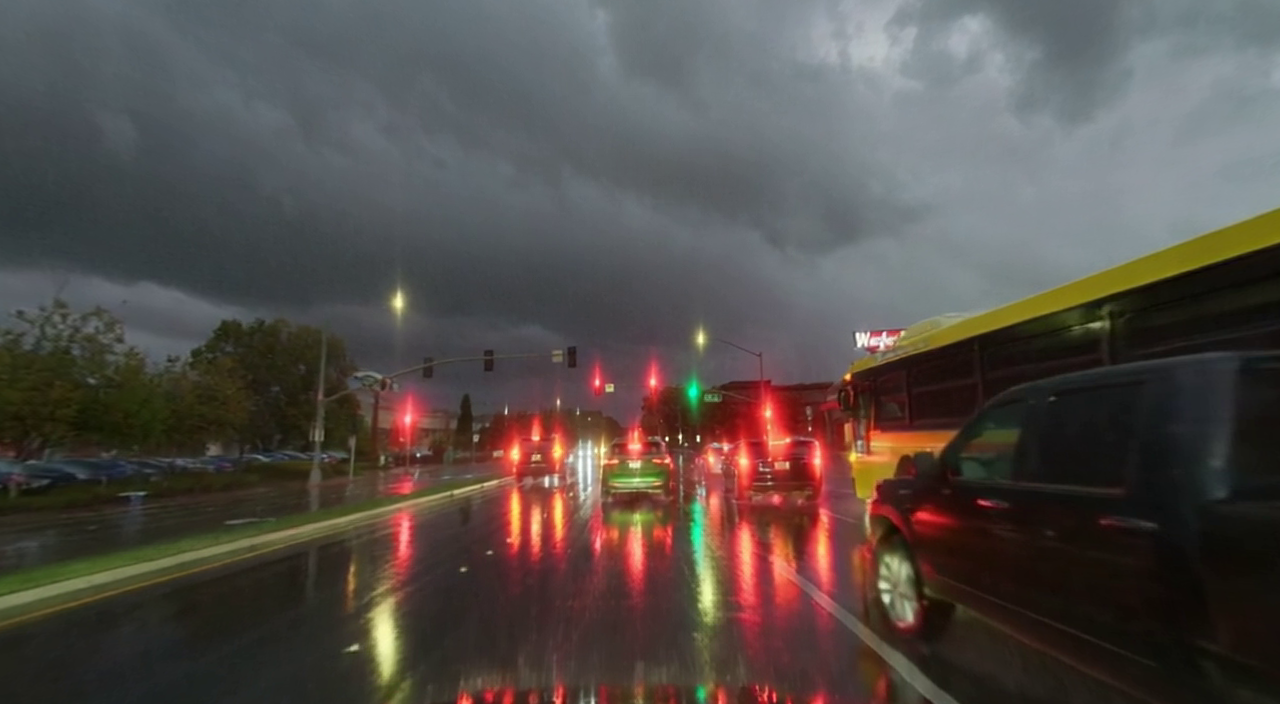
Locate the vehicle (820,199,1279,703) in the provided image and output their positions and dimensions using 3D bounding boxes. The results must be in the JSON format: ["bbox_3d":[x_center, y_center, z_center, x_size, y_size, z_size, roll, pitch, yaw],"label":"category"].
[{"bbox_3d":[3.020,0.740,3.034,2.490,1.951,5.931,0,-8,-1],"label":"vehicle"}]

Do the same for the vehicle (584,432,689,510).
[{"bbox_3d":[-0.082,2.629,14.393,2.071,1.525,3.723,0,-8,-1],"label":"vehicle"}]

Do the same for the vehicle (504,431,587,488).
[{"bbox_3d":[-3.102,3.647,21.744,2.180,1.708,4.397,0,-8,0],"label":"vehicle"}]

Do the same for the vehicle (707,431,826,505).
[{"bbox_3d":[2.858,2.736,15.315,1.922,1.508,4.330,0,-8,-1],"label":"vehicle"}]

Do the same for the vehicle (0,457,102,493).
[{"bbox_3d":[-27.773,5.552,28.613,4.800,1.461,1.831,5,-10,-31],"label":"vehicle"}]
